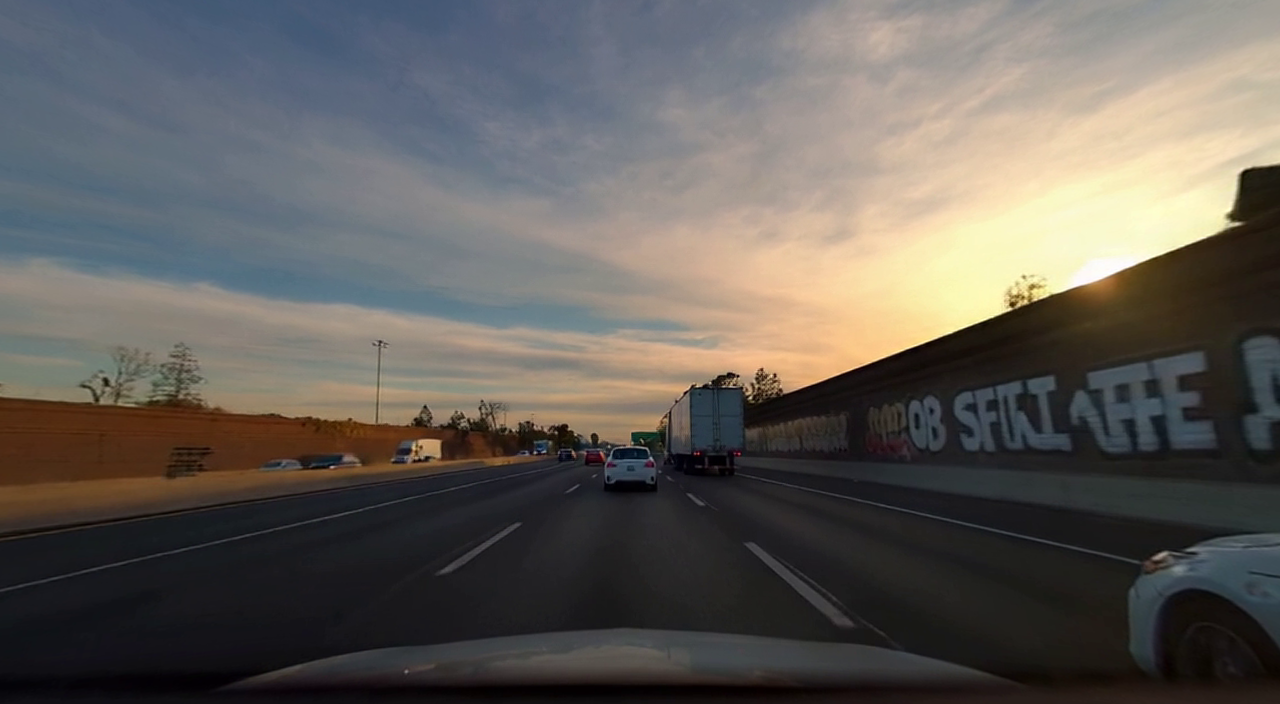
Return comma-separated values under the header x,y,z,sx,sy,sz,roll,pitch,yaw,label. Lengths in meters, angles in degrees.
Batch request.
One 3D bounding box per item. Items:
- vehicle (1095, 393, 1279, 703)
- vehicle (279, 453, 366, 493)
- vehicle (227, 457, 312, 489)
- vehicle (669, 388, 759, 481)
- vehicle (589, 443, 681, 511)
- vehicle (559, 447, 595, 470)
x,y,z,sx,sy,sz,roll,pitch,yaw,label
3.351,0.664,0.766,1.996,1.497,4.754,0,-9,0,vehicle
-12.348,4.682,24.668,1.670,1.394,3.398,0,-9,-1,vehicle
-20.926,6.832,35.754,2.073,1.552,4.501,0,-9,0,vehicle
3.548,4.645,34.423,2.902,4.014,14.446,0,-9,-1,vehicle
-0.190,3.091,16.030,2.033,1.468,4.015,0,-9,-2,vehicle
-4.343,7.388,43.778,2.067,1.481,4.085,-1,-9,0,vehicle
